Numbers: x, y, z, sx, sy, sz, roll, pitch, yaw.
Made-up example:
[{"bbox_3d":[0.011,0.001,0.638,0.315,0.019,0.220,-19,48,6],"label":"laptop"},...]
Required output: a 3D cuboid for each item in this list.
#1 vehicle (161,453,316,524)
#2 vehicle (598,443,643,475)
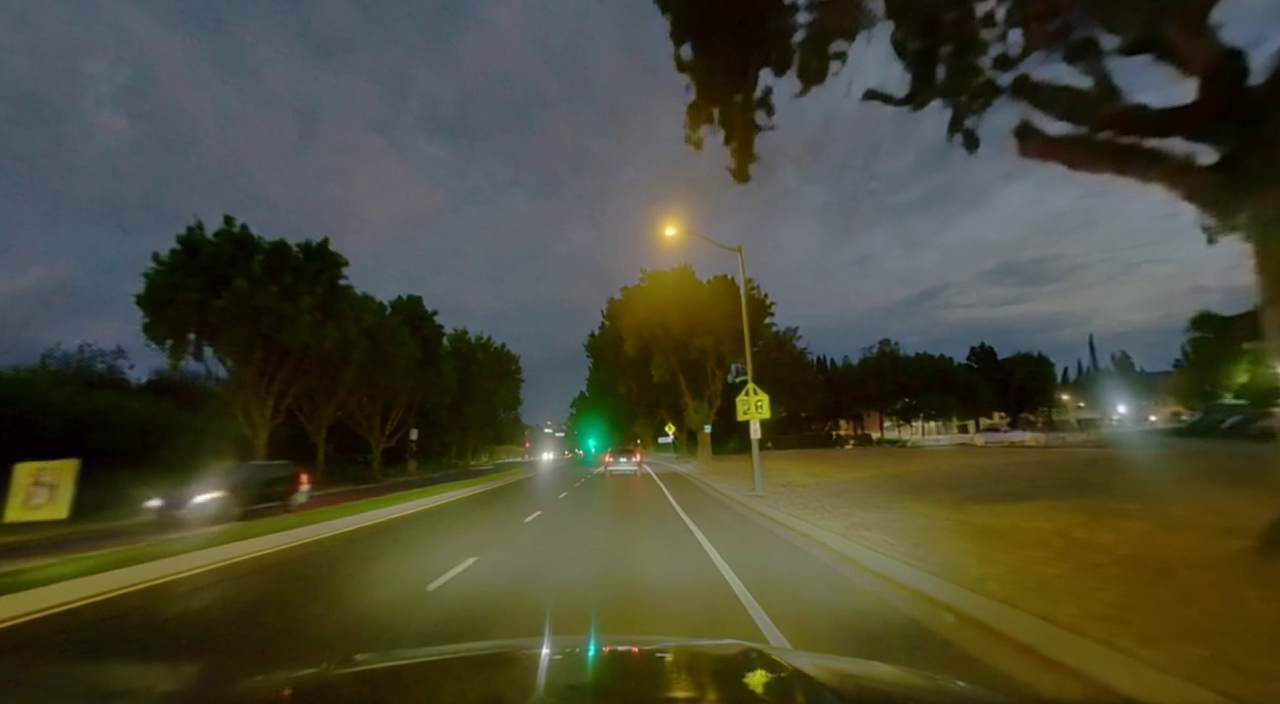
[{"bbox_3d":[-12.047,4.057,19.401,1.954,1.680,4.530,-5,-8,-2],"label":"vehicle"},{"bbox_3d":[-0.926,5.339,31.775,2.111,1.466,4.223,0,-9,0],"label":"vehicle"}]
